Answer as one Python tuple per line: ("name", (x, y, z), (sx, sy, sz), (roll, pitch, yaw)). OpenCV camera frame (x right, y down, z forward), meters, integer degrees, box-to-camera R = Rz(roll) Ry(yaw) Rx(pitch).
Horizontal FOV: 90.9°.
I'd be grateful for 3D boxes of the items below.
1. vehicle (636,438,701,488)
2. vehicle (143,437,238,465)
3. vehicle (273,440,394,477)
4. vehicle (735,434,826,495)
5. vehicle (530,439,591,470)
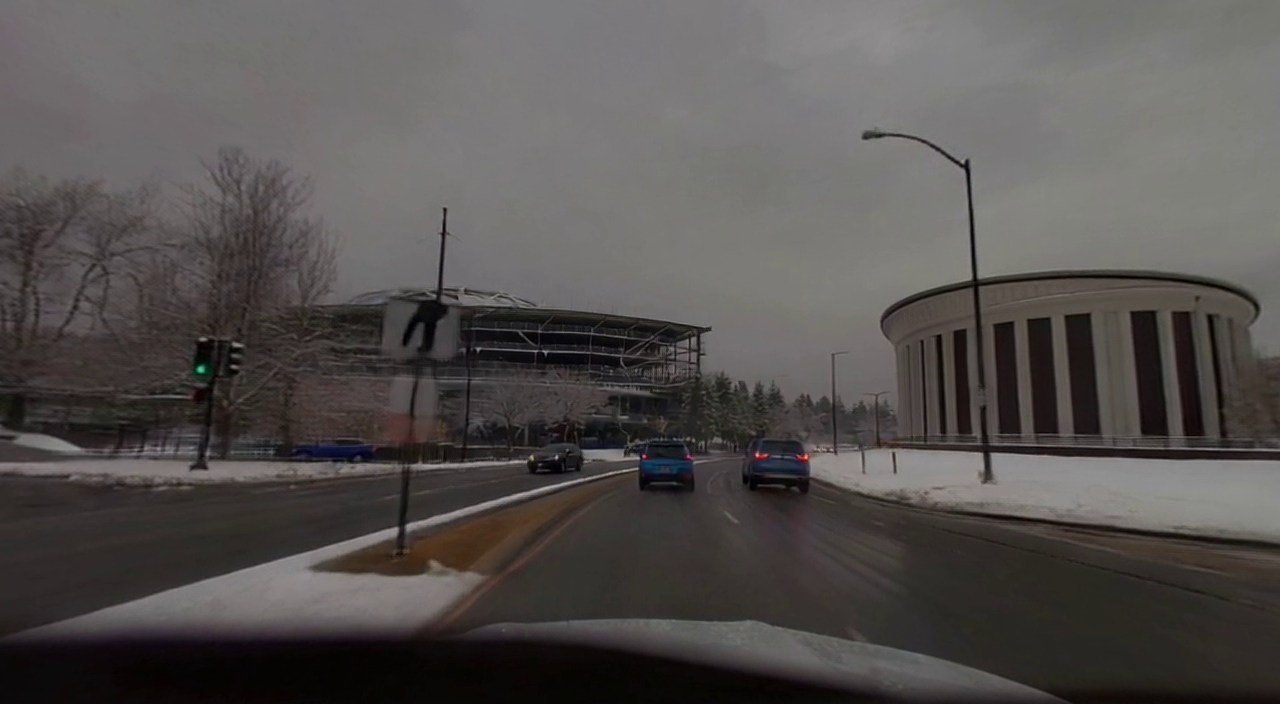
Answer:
("vehicle", (1.099, 3.934, 22.669), (2.132, 1.632, 3.889), (-1, -9, 5))
("vehicle", (-29.896, 6.611, 42.085), (1.951, 1.743, 4.619), (-5, -10, 29))
("vehicle", (-13.292, 4.633, 27.601), (4.351, 1.490, 2.012), (2, -9, -13))
("vehicle", (4.535, 3.708, 21.231), (2.320, 1.772, 4.872), (0, -9, 5))
("vehicle", (-4.803, 6.327, 38.989), (2.254, 1.789, 4.736), (-2, -9, 13))
